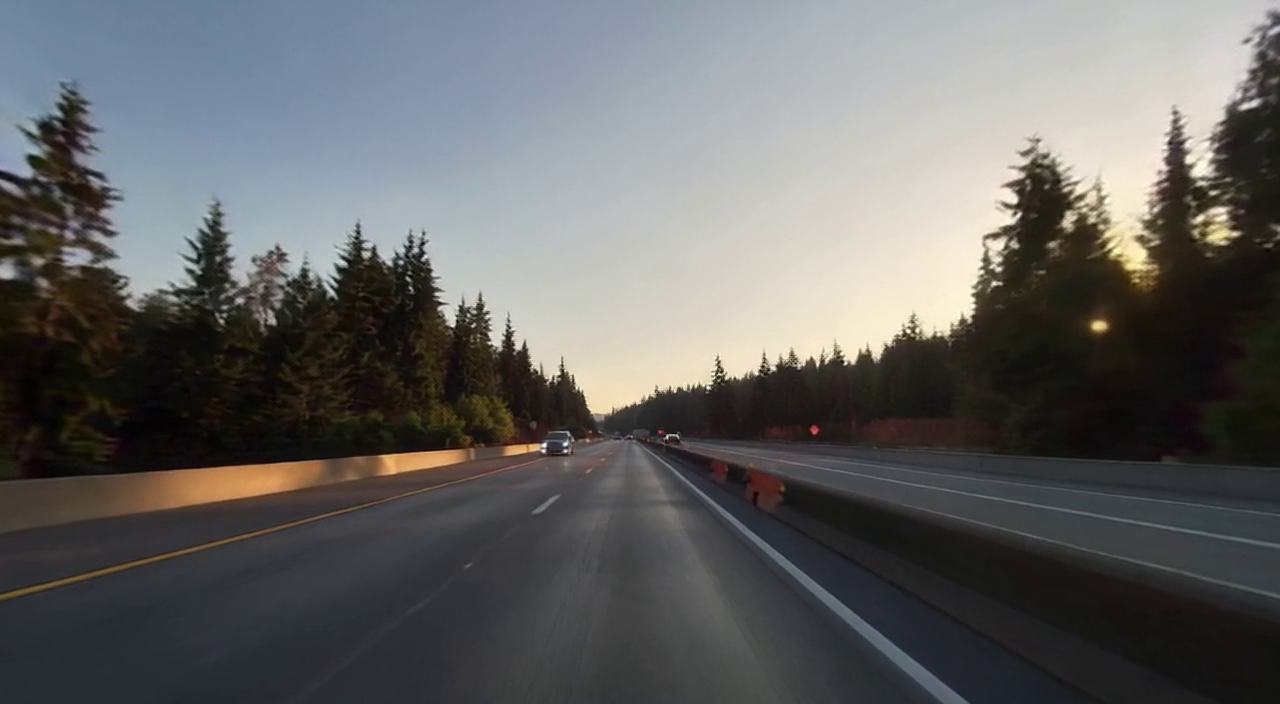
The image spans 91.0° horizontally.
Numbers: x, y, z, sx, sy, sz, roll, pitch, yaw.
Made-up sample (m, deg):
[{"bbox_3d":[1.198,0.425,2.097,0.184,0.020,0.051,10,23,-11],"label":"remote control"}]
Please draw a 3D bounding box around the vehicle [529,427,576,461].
[{"bbox_3d":[-5.445,5.804,39.829,2.272,1.960,5.191,0,-8,-1],"label":"vehicle"}]
